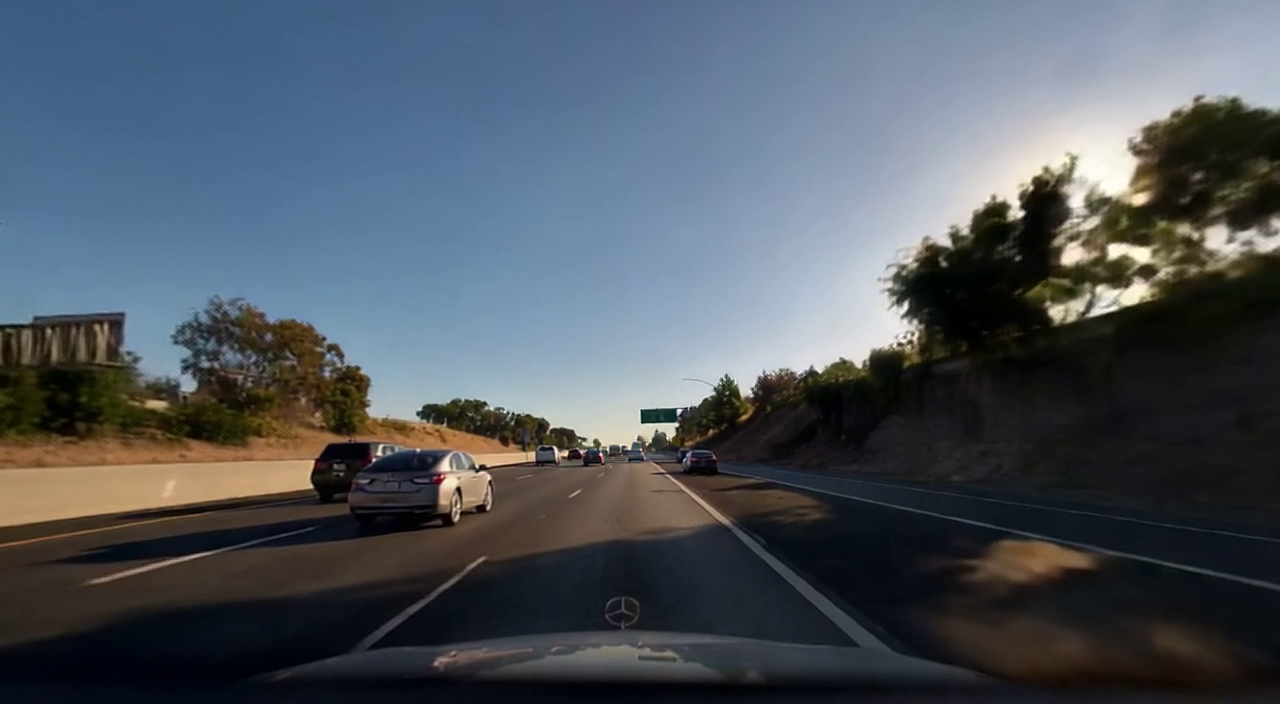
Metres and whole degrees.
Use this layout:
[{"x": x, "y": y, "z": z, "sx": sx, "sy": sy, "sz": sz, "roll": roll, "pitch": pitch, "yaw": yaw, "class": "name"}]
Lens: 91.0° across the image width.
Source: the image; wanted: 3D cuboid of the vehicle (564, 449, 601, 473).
[{"x": -3.759, "y": 7.195, "z": 41.818, "sx": 2.071, "sy": 1.478, "sz": 4.130, "roll": 0, "pitch": -9, "yaw": 1, "class": "vehicle"}]

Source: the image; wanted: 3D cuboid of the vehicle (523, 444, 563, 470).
[{"x": -6.898, "y": 7.539, "z": 45.336, "sx": 2.111, "sy": 1.811, "sz": 4.391, "roll": 0, "pitch": -9, "yaw": 1, "class": "vehicle"}]

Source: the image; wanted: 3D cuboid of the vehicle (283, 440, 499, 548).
[{"x": -4.011, "y": 2.354, "z": 11.135, "sx": 1.988, "sy": 1.506, "sz": 4.416, "roll": 0, "pitch": -9, "yaw": 0, "class": "vehicle"}]

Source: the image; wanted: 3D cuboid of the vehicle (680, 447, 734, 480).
[{"x": 3.198, "y": 5.457, "z": 31.114, "sx": 2.141, "sy": 1.507, "sz": 4.510, "roll": 0, "pitch": -9, "yaw": 0, "class": "vehicle"}]
